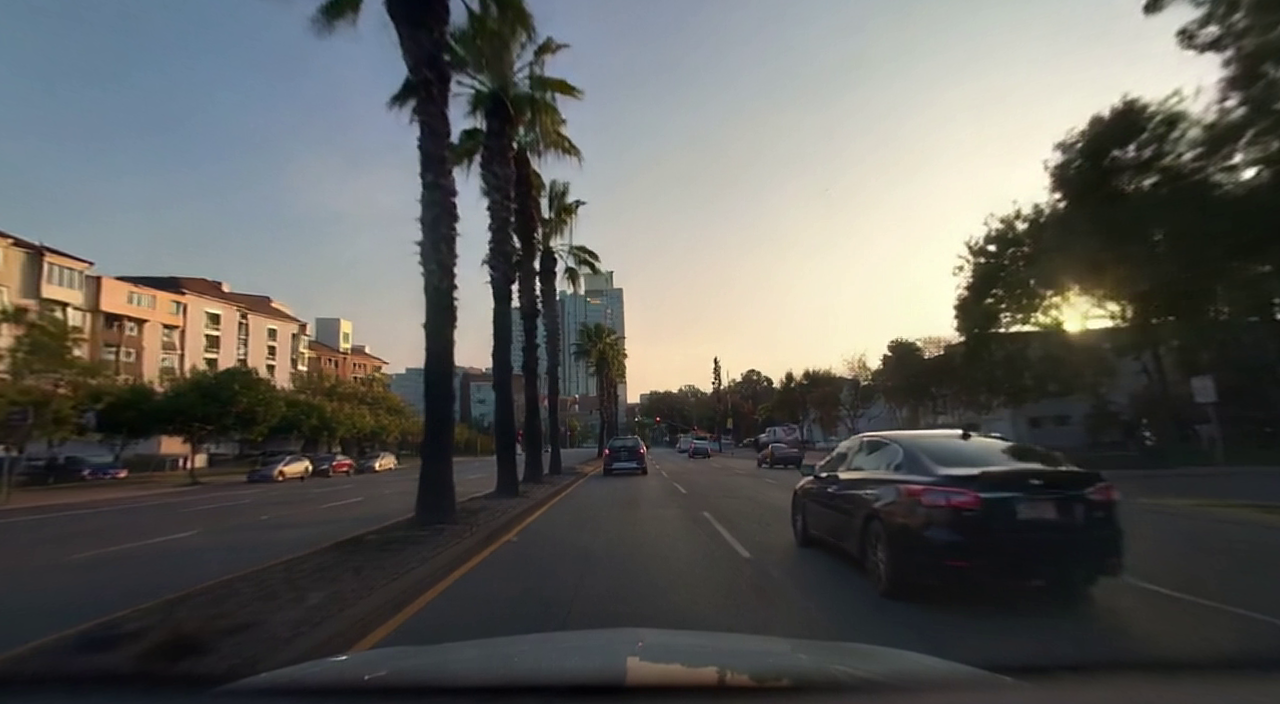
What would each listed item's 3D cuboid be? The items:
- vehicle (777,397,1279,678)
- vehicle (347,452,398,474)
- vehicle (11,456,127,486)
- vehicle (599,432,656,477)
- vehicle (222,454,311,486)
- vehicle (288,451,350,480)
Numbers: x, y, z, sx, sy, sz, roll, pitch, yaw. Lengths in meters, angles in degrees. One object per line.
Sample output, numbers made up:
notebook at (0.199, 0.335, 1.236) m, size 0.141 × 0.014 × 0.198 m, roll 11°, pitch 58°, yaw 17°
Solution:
vehicle at (2.979, 1.400, 6.008) m, size 2.195 × 1.590 × 4.668 m, roll 0°, pitch -8°, yaw -1°
vehicle at (-19.640, 8.167, 46.424) m, size 1.847 × 1.466 × 4.530 m, roll 0°, pitch -8°, yaw 0°
vehicle at (-30.222, 6.308, 33.402) m, size 4.400 × 1.474 × 1.732 m, roll 0°, pitch -9°, yaw -1°
vehicle at (-0.549, 4.412, 27.325) m, size 2.277 × 1.816 × 4.192 m, roll 0°, pitch -8°, yaw -1°
vehicle at (-19.547, 6.169, 33.161) m, size 1.920 × 1.505 × 4.351 m, roll 0°, pitch -8°, yaw 1°
vehicle at (-19.783, 6.972, 38.958) m, size 1.753 × 1.600 × 4.040 m, roll 0°, pitch -8°, yaw -2°
